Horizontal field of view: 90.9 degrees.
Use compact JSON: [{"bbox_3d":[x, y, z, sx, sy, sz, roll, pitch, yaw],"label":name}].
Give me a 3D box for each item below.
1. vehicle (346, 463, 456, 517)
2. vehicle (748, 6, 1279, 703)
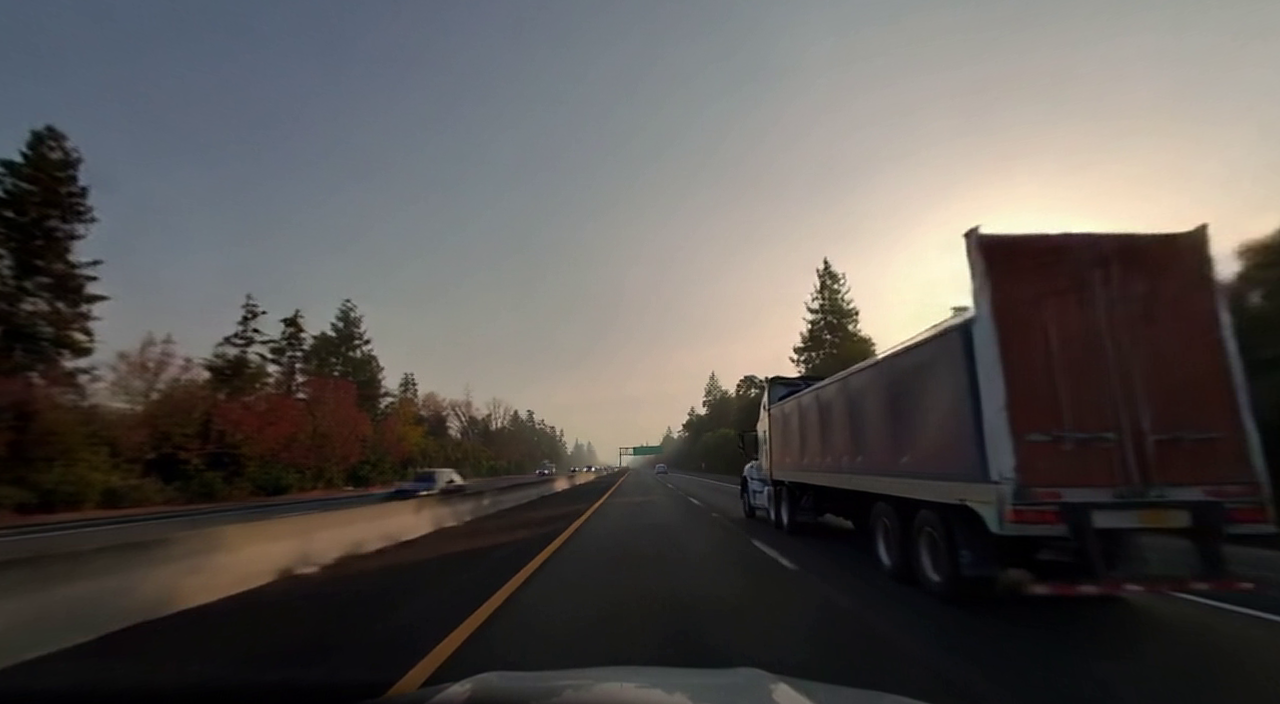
[{"bbox_3d":[-7.301,4.253,19.775,1.805,1.474,4.168,1,-10,0],"label":"vehicle"},{"bbox_3d":[4.618,1.160,9.986,3.204,4.102,13.306,1,-10,-1],"label":"vehicle"}]
